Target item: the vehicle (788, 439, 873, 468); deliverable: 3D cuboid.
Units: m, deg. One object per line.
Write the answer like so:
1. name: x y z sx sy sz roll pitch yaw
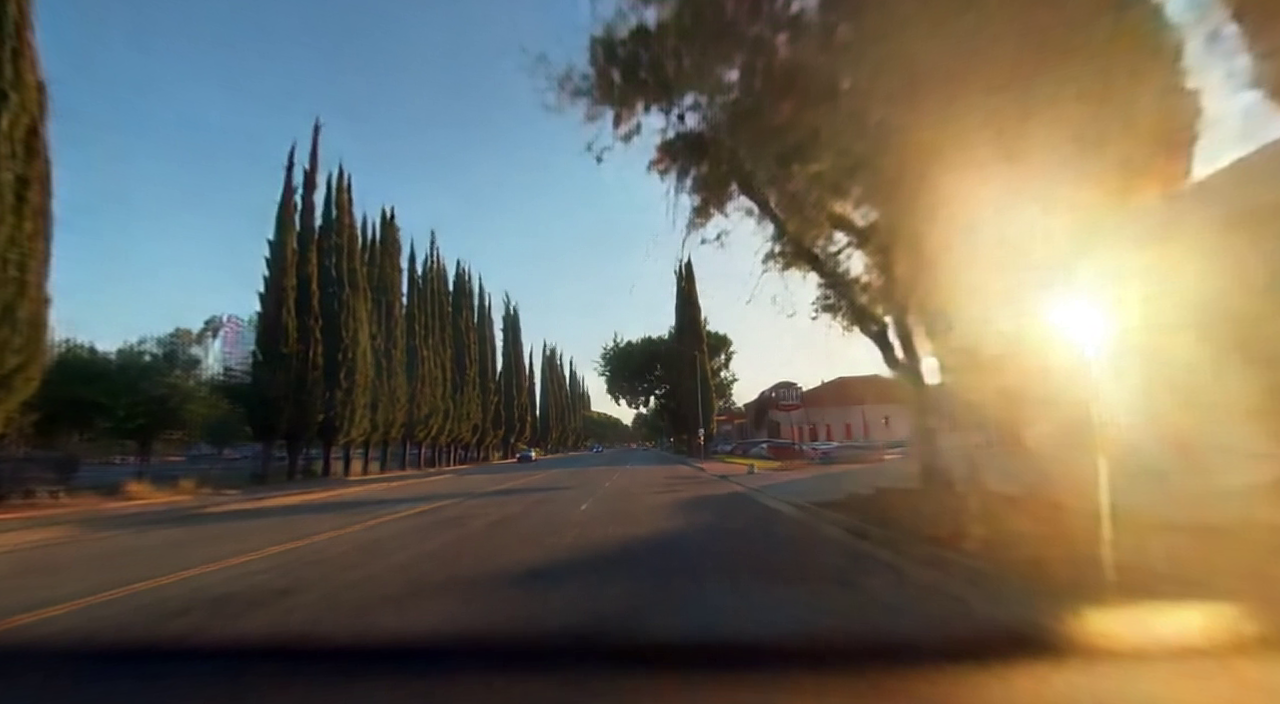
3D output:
1. vehicle: 11.225 6.040 37.393 4.361 1.462 1.857 -3 -11 1

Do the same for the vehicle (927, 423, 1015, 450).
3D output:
1. vehicle: 22.769 5.831 43.507 4.759 1.564 2.117 -3 -7 0
